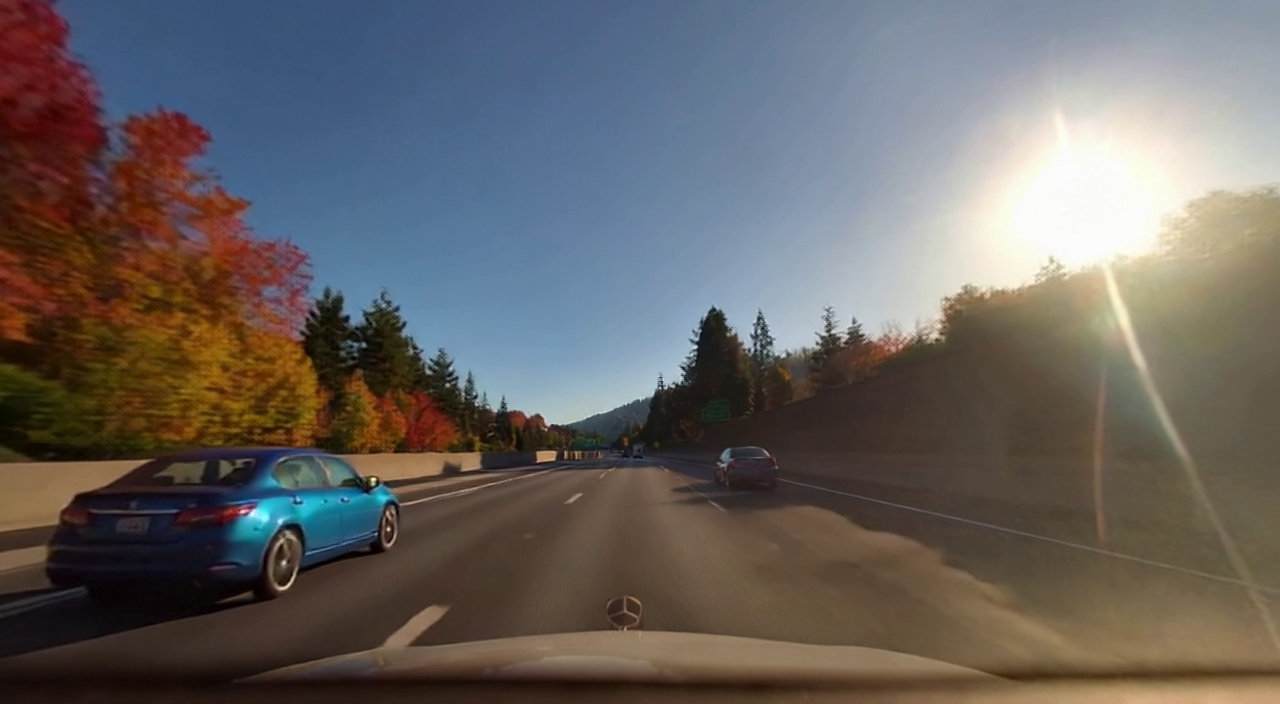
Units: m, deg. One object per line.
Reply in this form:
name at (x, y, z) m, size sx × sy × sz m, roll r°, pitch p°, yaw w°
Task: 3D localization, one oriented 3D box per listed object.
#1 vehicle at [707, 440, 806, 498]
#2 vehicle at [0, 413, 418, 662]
vehicle at (3.483, 3.609, 19.831) m, size 2.146 × 1.573 × 4.661 m, roll 0°, pitch -9°, yaw -1°
vehicle at (-4.010, 1.498, 6.210) m, size 2.010 × 1.550 × 4.376 m, roll 0°, pitch -9°, yaw 0°
